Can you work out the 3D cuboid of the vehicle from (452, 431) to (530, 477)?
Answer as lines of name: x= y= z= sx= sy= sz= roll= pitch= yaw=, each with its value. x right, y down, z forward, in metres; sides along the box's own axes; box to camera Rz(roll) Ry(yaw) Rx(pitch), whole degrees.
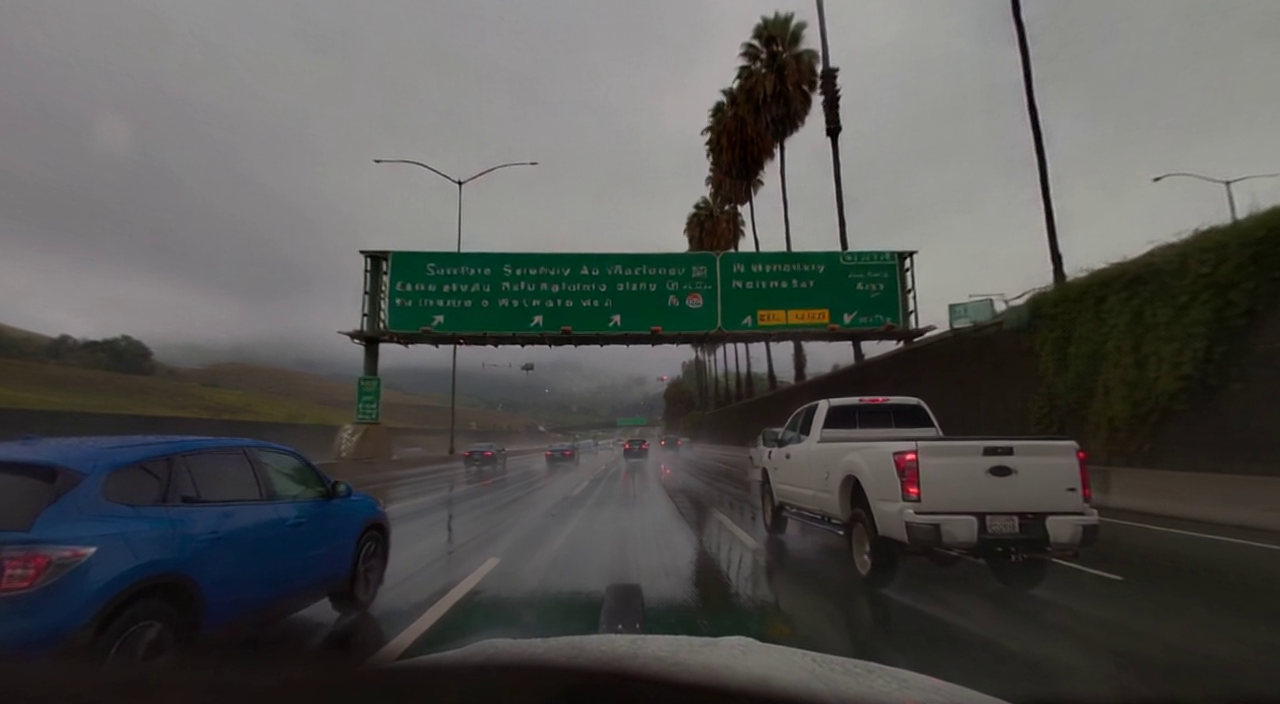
vehicle: x=-6.945 y=4.843 z=30.175 sx=2.344 sy=1.954 sz=5.579 roll=0 pitch=-9 yaw=0

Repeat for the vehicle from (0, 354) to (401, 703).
vehicle: x=-3.221 y=1.106 z=3.904 sx=1.885 sy=1.654 sz=4.103 roll=0 pitch=-9 yaw=0

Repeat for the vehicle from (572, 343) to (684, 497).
vehicle: x=-0.259 y=2.586 z=22.004 sx=2.906 sy=4.040 sz=10.743 roll=0 pitch=-9 yaw=1

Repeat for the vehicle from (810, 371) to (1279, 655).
vehicle: x=3.123 y=1.159 z=5.577 sx=1.859 sy=1.416 sz=4.695 roll=0 pitch=-9 yaw=-1
